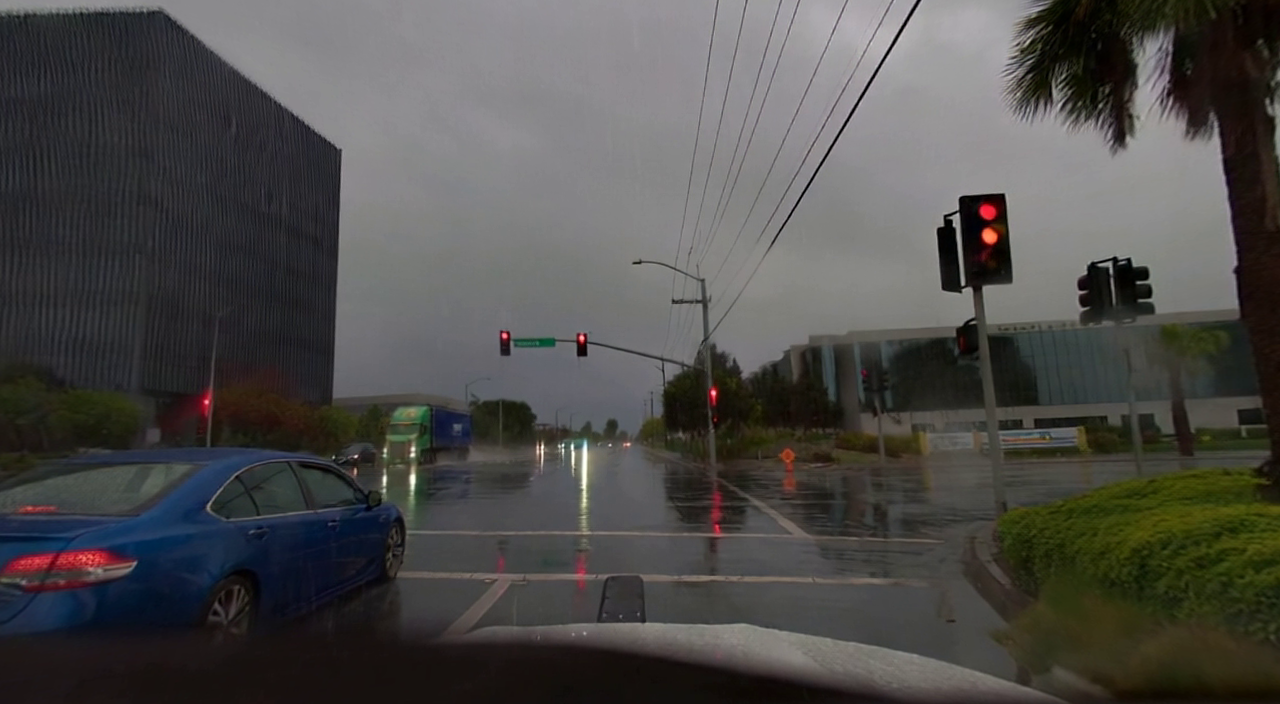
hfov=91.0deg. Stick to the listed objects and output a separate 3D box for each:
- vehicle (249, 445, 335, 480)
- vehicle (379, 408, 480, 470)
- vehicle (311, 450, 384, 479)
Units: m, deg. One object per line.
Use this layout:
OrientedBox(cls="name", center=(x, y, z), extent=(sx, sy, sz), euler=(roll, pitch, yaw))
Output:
OrientedBox(cls="vehicle", center=(-19.097, 6.058, 34.830), extent=(2.017, 1.739, 4.569), euler=(0, -9, 1))
OrientedBox(cls="vehicle", center=(-15.082, 6.499, 46.491), extent=(3.014, 3.949, 11.279), euler=(0, -9, 3))
OrientedBox(cls="vehicle", center=(-15.368, 5.924, 33.294), extent=(1.875, 1.389, 3.784), euler=(0, -9, 3))
